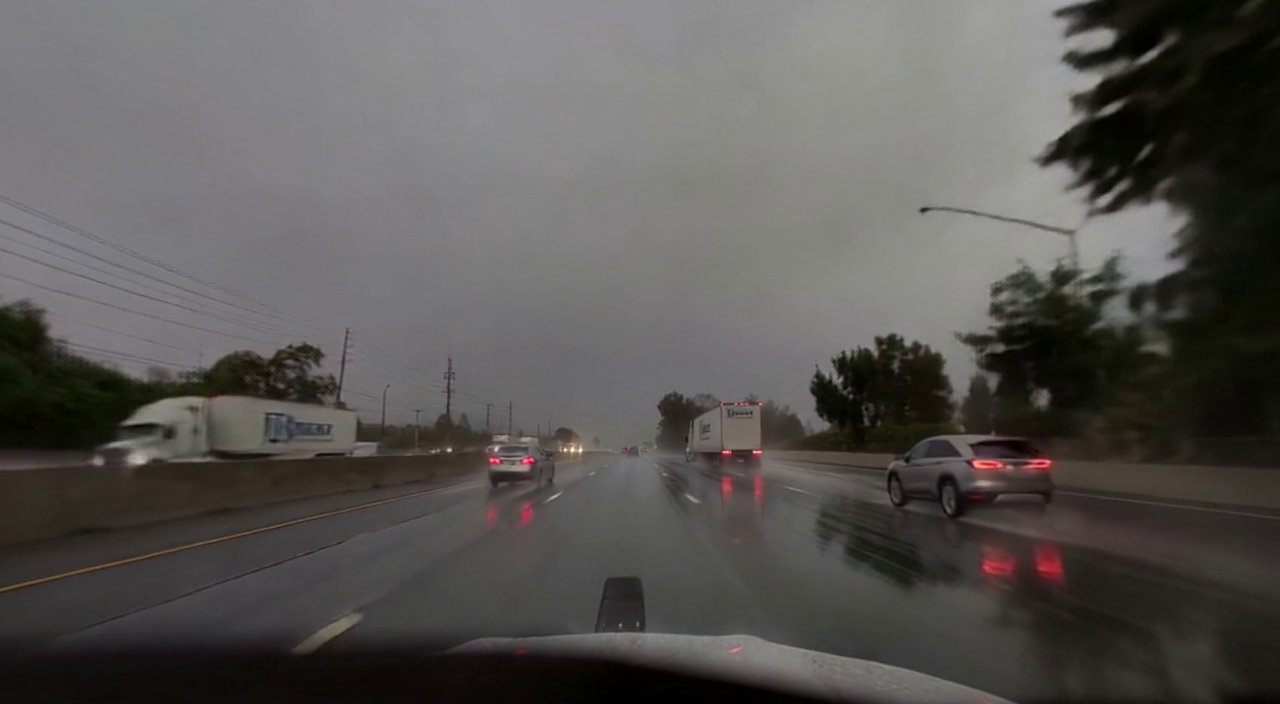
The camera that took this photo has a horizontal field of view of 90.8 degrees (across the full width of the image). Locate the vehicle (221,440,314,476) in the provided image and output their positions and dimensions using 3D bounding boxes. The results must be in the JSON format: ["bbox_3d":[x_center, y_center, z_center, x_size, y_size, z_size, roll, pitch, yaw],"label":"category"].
[{"bbox_3d":[-16.492,4.702,28.183,1.805,1.492,3.824,0,-9,-1],"label":"vehicle"}]

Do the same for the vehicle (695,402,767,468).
[{"bbox_3d":[6.489,6.479,48.224,2.919,4.195,15.833,0,-9,-1],"label":"vehicle"}]

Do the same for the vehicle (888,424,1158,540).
[{"bbox_3d":[6.365,2.195,11.308,1.991,1.647,4.409,0,-9,-1],"label":"vehicle"}]

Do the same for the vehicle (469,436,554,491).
[{"bbox_3d":[-4.212,3.726,21.447,2.027,1.651,4.099,0,-9,0],"label":"vehicle"}]

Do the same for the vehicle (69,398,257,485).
[{"bbox_3d":[-20.564,3.972,27.932,2.949,3.338,6.668,0,-9,0],"label":"vehicle"}]
